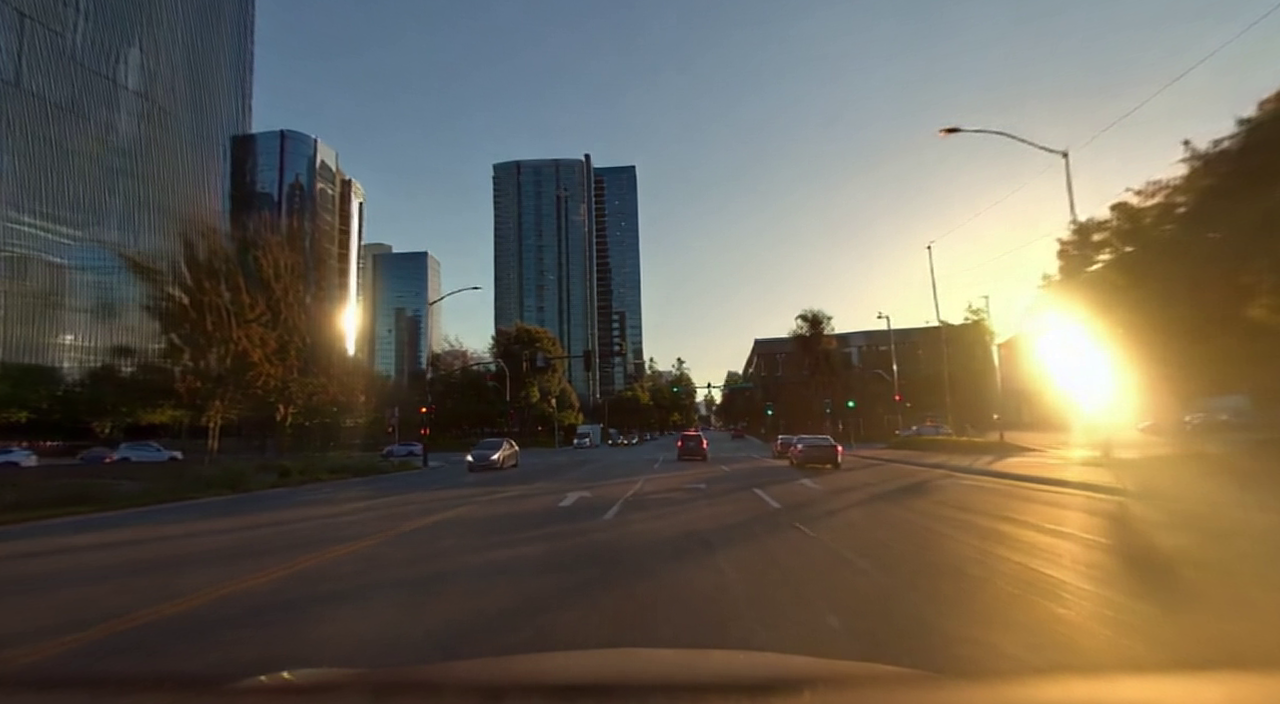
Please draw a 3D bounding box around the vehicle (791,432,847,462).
[{"bbox_3d":[9.286,4.964,32.849,1.896,1.463,4.296,-1,-9,3],"label":"vehicle"}]

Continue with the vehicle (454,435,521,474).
[{"bbox_3d":[-7.187,4.887,30.089,2.016,1.677,4.147,0,-9,2],"label":"vehicle"}]

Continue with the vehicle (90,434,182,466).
[{"bbox_3d":[-29.437,5.784,36.843,1.871,1.703,4.093,-2,-9,2],"label":"vehicle"}]

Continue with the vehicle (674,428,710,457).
[{"bbox_3d":[3.376,5.997,41.441,2.203,1.801,4.331,-1,-9,2],"label":"vehicle"}]
